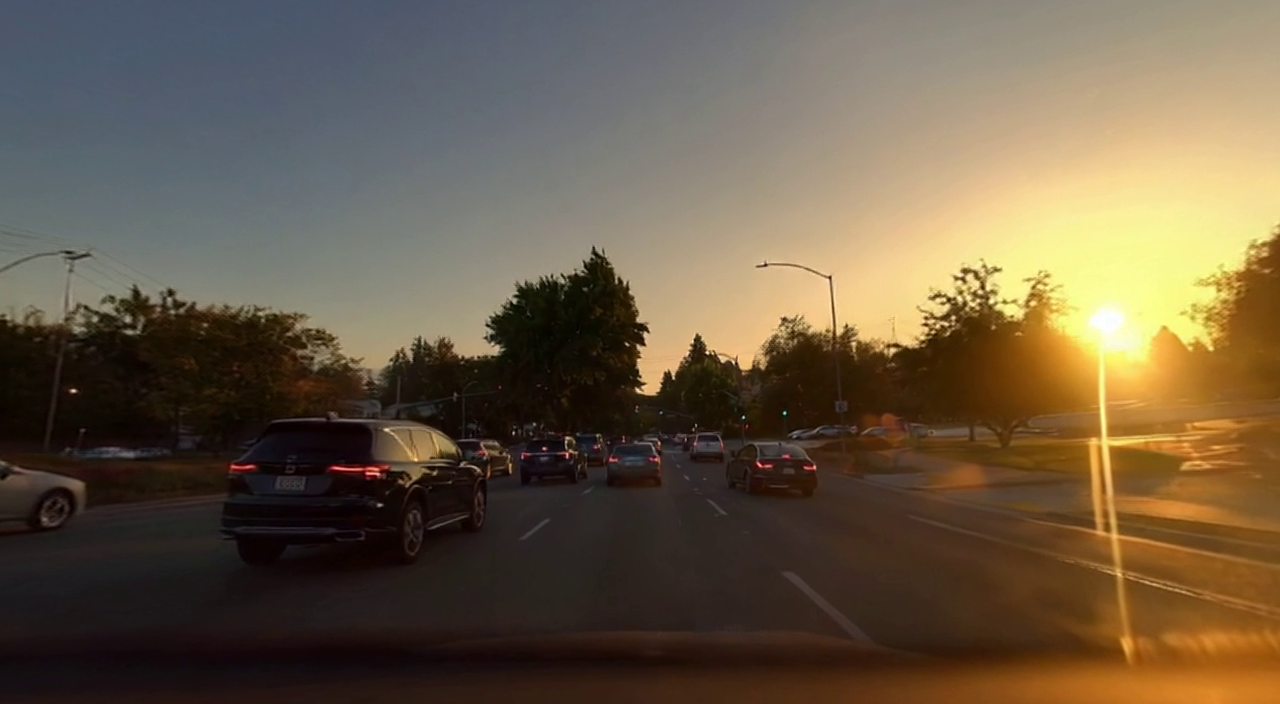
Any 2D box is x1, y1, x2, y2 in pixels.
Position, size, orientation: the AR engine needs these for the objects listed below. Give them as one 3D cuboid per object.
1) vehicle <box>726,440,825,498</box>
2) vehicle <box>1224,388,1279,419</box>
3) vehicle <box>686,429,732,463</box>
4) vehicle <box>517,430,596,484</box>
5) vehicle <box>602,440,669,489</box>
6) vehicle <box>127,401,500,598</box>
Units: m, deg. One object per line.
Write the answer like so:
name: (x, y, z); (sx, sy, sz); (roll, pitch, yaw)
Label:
vehicle: (3.795, 3.339, 18.471); (1.884, 1.463, 4.195); (0, -8, -1)
vehicle: (44.084, 3.627, 43.955); (5.388, 2.023, 2.174); (1, -8, -12)
vehicle: (3.930, 5.432, 36.642); (2.099, 1.845, 4.363); (0, -8, -1)
vehicle: (-3.006, 3.917, 23.840); (2.218, 1.829, 4.492); (-1, -8, 2)
vehicle: (-0.111, 3.717, 21.261); (2.030, 1.477, 4.330); (0, -8, 1)
vehicle: (-3.514, 1.707, 8.359); (2.111, 1.745, 5.274); (0, -8, 0)
